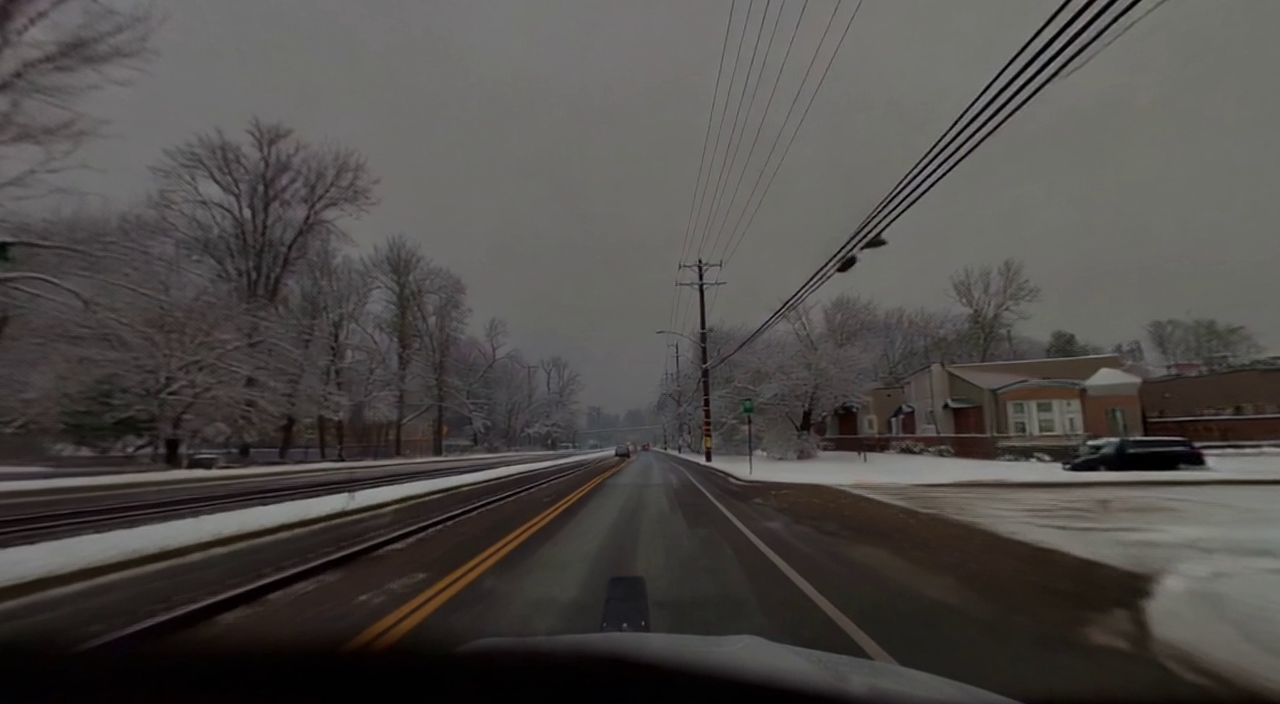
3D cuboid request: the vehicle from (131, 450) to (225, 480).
[{"bbox_3d":[-25.188,6.153,34.545,1.805,1.461,4.321,0,-8,1],"label":"vehicle"}]
